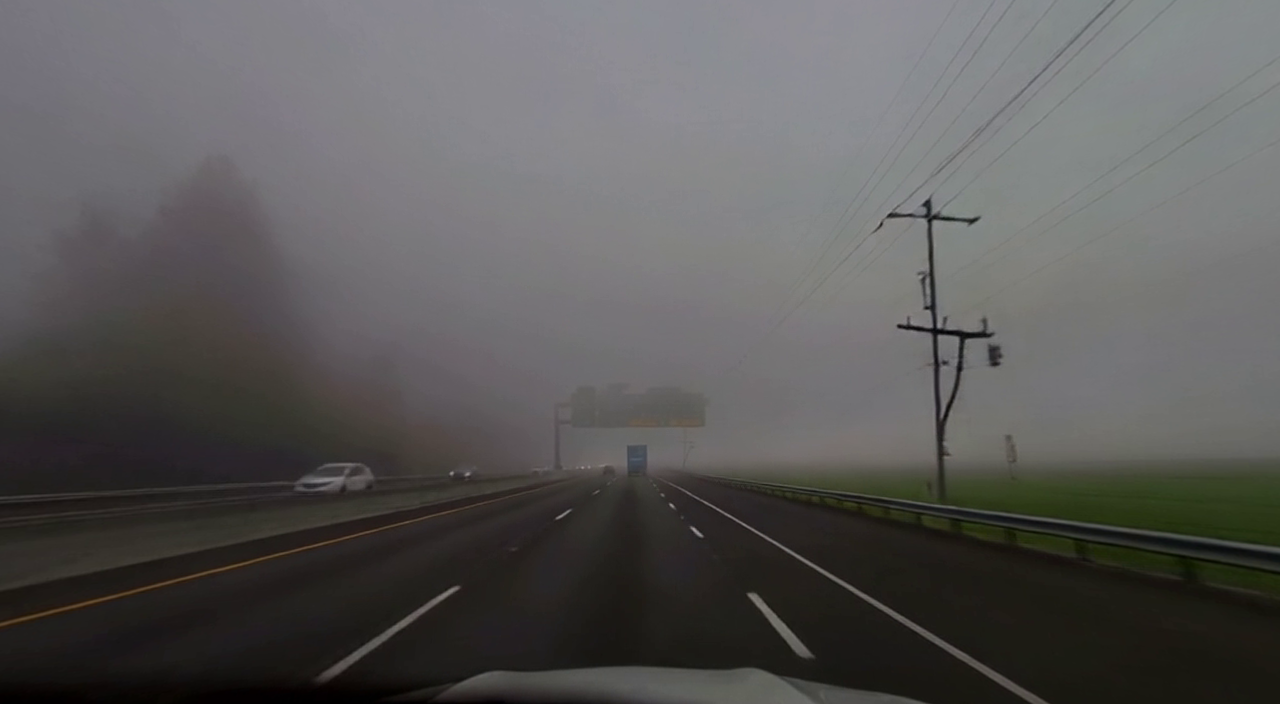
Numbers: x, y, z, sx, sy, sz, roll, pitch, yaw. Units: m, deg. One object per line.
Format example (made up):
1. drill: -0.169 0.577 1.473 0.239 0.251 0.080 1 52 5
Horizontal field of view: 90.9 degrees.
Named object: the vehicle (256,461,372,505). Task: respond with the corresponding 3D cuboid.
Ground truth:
1. vehicle: -12.096 4.880 23.761 1.988 1.451 4.442 1 -10 -1
